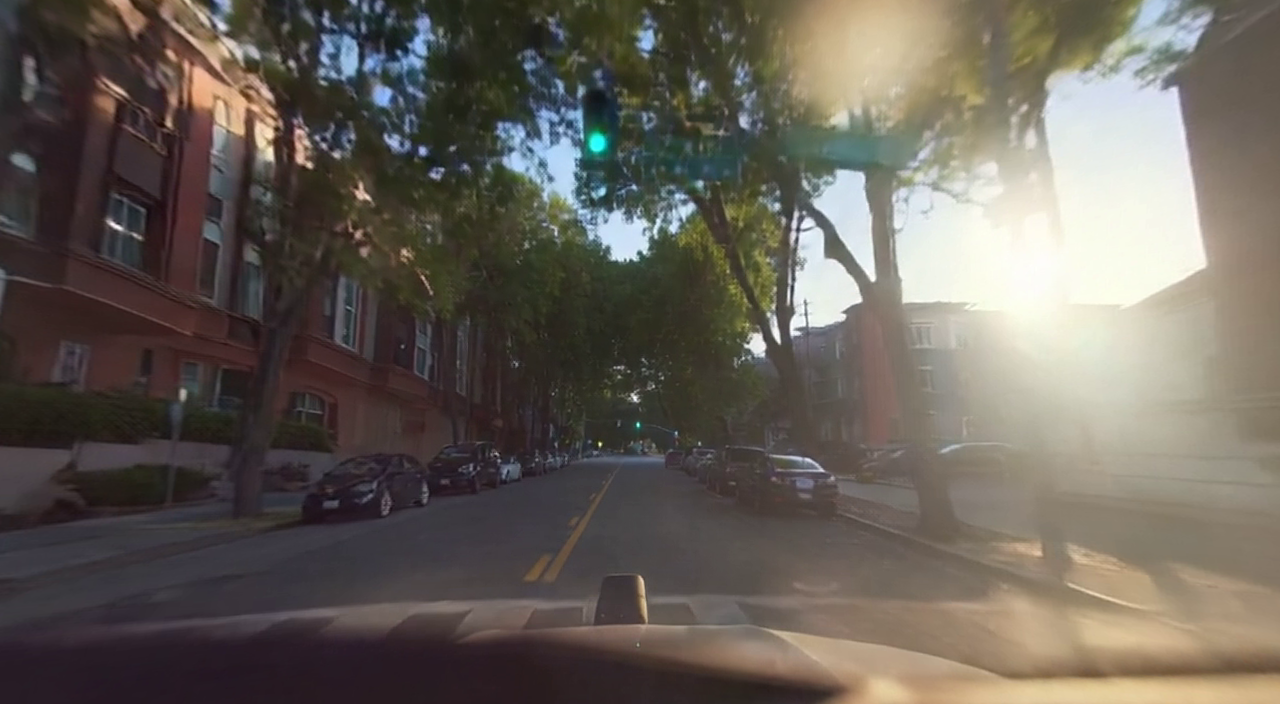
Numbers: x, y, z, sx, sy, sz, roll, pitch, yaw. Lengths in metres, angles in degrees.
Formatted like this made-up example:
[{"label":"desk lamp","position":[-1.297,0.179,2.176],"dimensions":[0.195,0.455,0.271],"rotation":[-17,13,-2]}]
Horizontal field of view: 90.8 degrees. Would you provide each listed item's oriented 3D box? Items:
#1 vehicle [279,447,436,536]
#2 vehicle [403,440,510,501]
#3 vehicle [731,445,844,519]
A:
[{"label":"vehicle","position":[-6.525,3.192,15.188],"dimensions":[1.763,1.612,4.462],"rotation":[-5,-8,-1]},{"label":"vehicle","position":[-6.242,4.064,22.194],"dimensions":[2.175,1.849,4.725],"rotation":[-2,-8,3]},{"label":"vehicle","position":[3.738,3.340,16.914],"dimensions":[1.924,1.657,4.665],"rotation":[0,-8,1]}]
